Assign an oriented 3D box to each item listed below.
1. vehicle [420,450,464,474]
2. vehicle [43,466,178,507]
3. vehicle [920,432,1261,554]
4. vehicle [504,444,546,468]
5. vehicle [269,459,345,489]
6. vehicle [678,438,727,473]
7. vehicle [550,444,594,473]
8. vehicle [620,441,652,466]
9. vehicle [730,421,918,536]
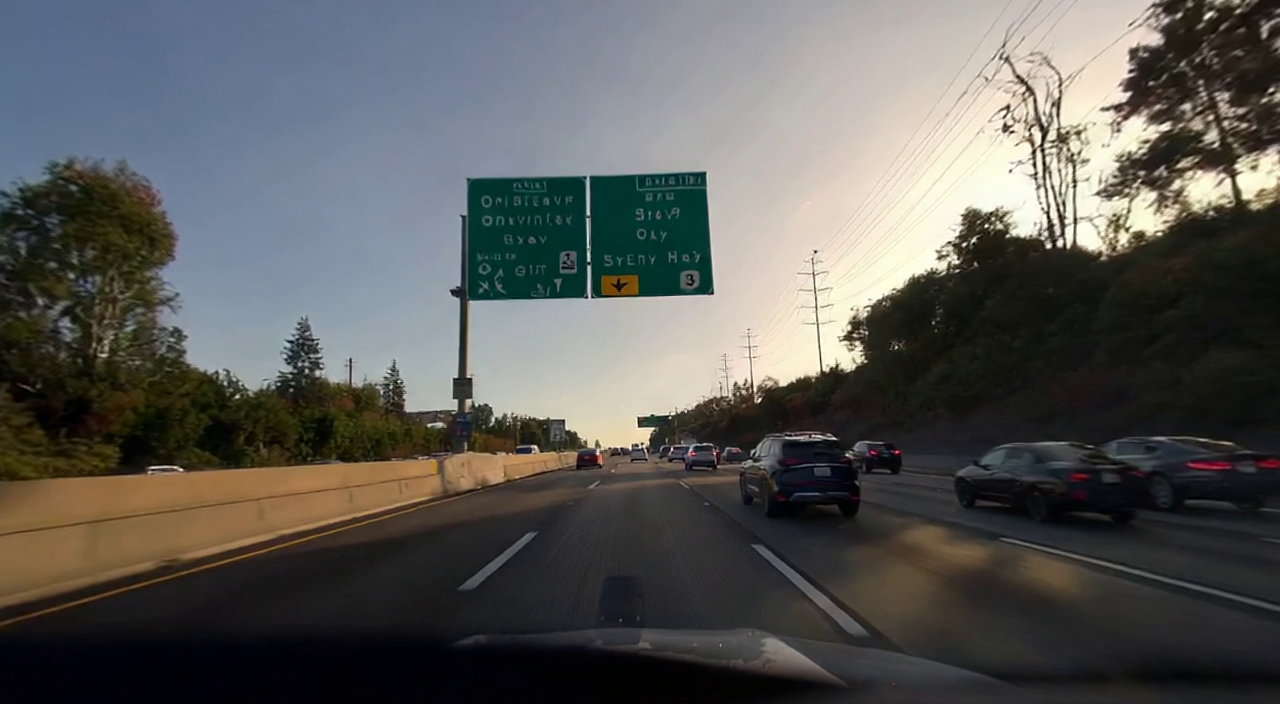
[{"bbox_3d":[-12.544,6.957,40.009,1.583,1.428,3.716,0,-8,0],"label":"vehicle"},{"bbox_3d":[-23.385,5.923,28.083,1.913,1.491,4.763,0,-8,-1],"label":"vehicle"},{"bbox_3d":[6.628,2.091,10.135,2.027,1.483,4.559,0,-8,-1],"label":"vehicle"},{"bbox_3d":[-8.858,8.040,48.898,2.214,1.737,5.234,0,-8,1],"label":"vehicle"},{"bbox_3d":[-19.114,6.998,36.408,1.887,1.485,4.635,0,-8,0],"label":"vehicle"},{"bbox_3d":[3.442,5.830,35.670,2.138,1.826,4.783,0,-8,-2],"label":"vehicle"},{"bbox_3d":[-3.743,5.989,35.511,2.051,1.510,4.373,0,-8,0],"label":"vehicle"},{"bbox_3d":[-0.360,7.772,48.291,2.314,1.796,4.254,0,-8,-1],"label":"vehicle"},{"bbox_3d":[3.142,2.277,11.989,2.092,1.723,4.670,0,-8,-1],"label":"vehicle"}]
